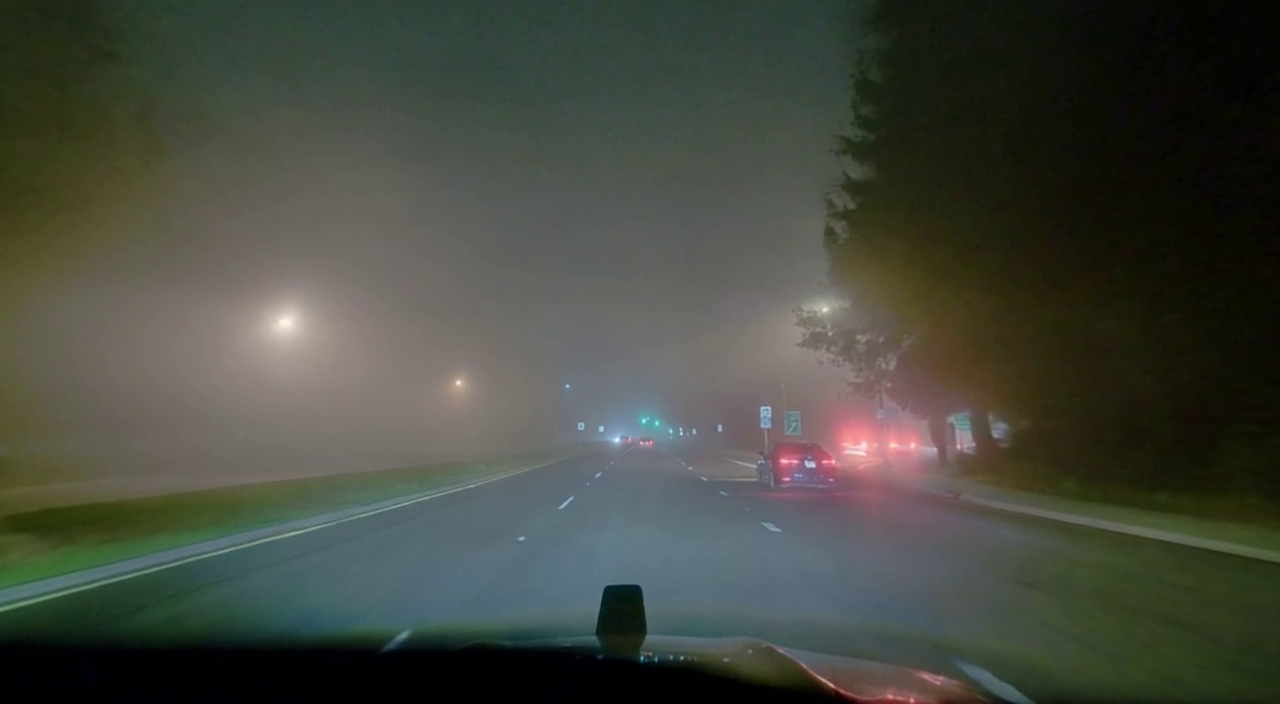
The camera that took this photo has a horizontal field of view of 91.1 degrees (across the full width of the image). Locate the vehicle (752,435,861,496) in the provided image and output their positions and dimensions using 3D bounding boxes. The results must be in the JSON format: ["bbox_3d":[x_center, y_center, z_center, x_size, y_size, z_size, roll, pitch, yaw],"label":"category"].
[{"bbox_3d":[4.647,3.230,18.221,1.913,1.516,4.322,0,-9,-1],"label":"vehicle"}]
